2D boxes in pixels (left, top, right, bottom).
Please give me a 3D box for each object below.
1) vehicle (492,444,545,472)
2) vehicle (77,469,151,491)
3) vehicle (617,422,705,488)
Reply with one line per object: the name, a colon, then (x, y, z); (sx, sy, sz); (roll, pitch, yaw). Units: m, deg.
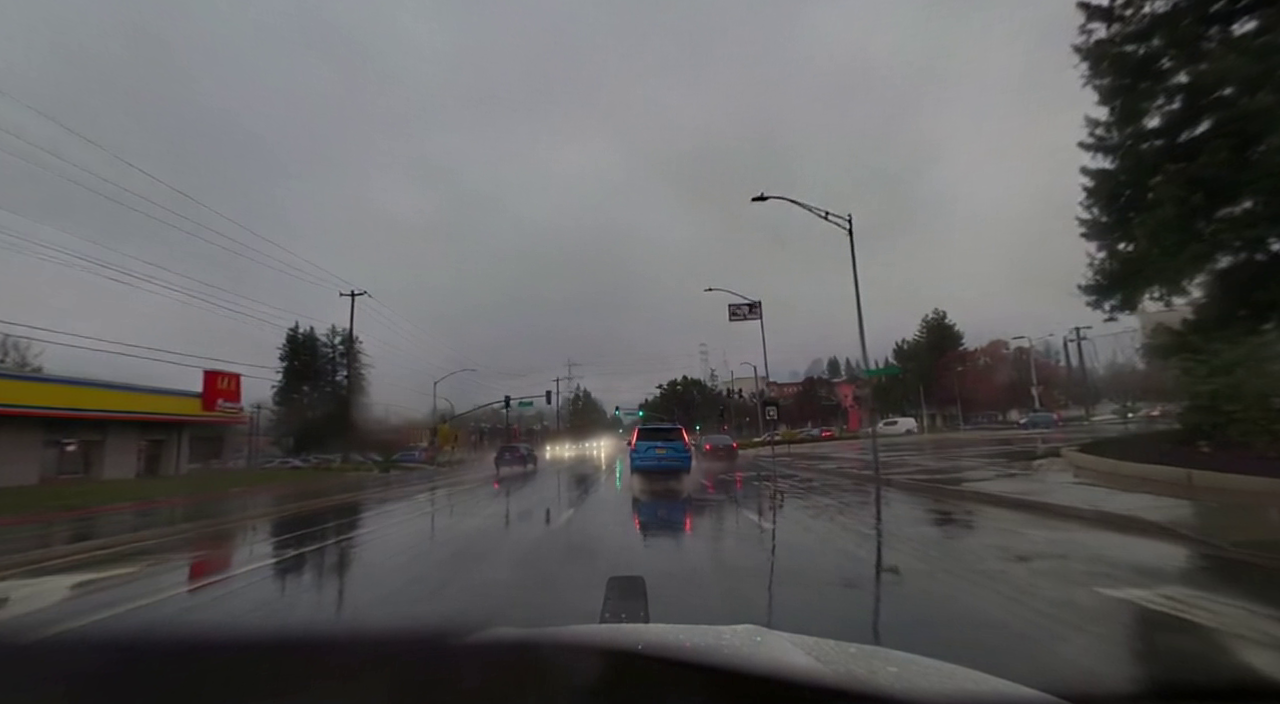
vehicle: (-6.602, 5.793, 34.722); (1.966, 1.461, 4.422); (0, -8, 1)
vehicle: (-41.014, 9.951, 49.314); (1.792, 1.450, 4.553); (0, -8, 2)
vehicle: (0.580, 3.345, 20.780); (2.513, 1.854, 5.235); (0, -8, -1)
